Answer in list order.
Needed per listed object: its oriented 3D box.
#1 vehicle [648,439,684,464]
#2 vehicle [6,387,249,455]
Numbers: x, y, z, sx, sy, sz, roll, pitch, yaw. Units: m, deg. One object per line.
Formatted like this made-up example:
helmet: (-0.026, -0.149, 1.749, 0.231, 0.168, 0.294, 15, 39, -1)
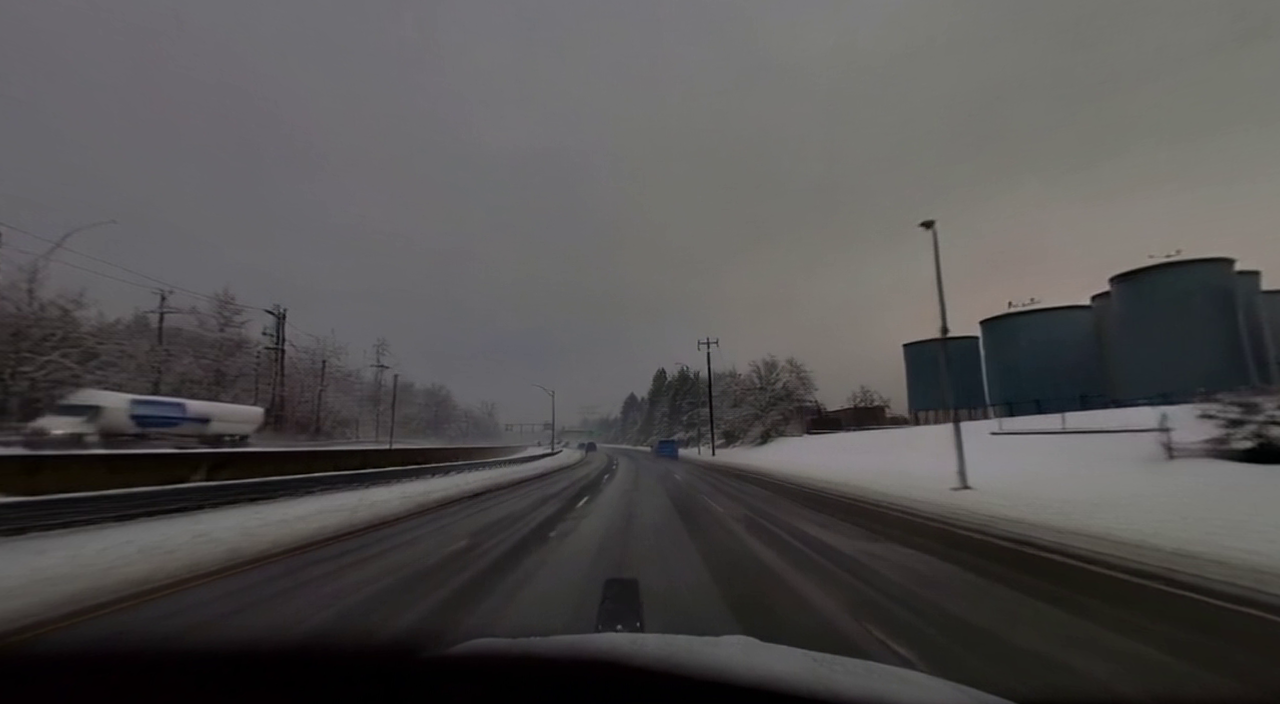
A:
vehicle: (1.940, 7.604, 48.348, 2.296, 1.790, 5.067, 0, -9, -3)
vehicle: (-25.912, 3.824, 33.161, 2.934, 2.961, 11.154, 0, -8, 4)
